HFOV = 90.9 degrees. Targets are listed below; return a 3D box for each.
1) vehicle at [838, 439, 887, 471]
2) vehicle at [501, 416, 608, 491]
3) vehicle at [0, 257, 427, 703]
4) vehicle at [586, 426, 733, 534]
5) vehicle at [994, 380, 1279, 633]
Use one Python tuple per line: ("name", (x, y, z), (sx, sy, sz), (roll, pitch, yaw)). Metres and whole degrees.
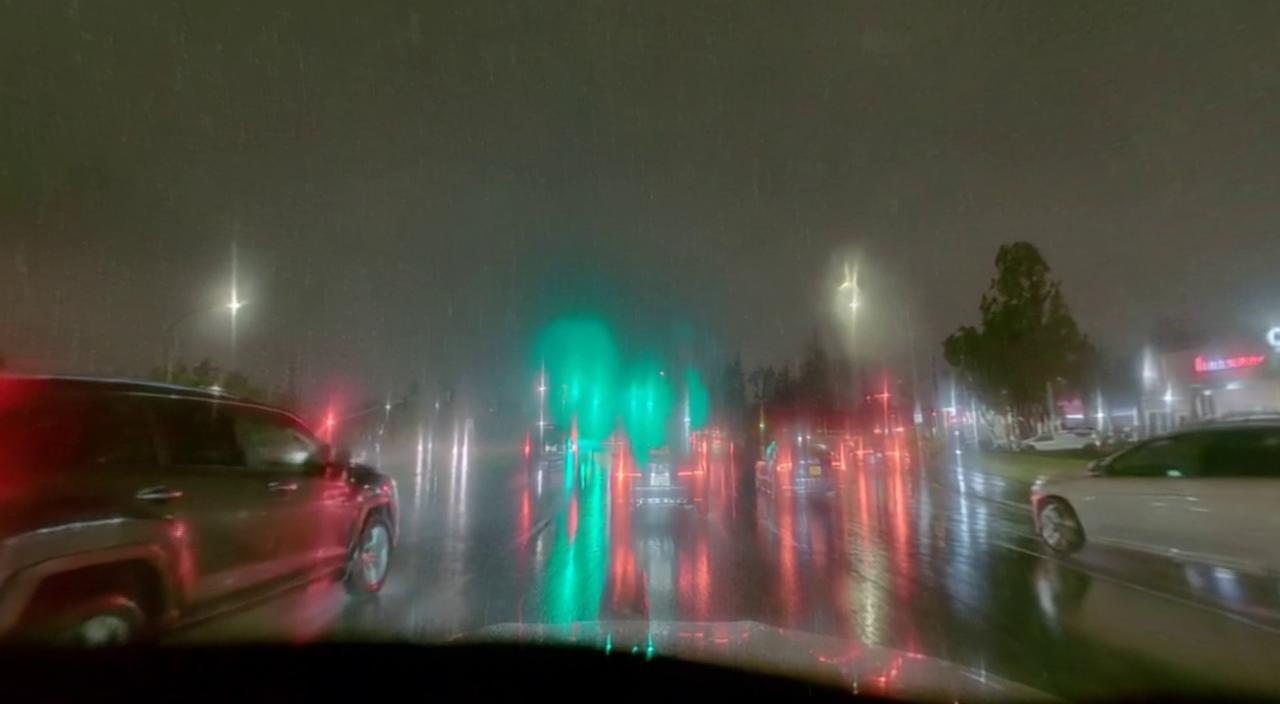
("vehicle", (11.424, 5.294, 32.652), (1.900, 1.507, 4.151), (-2, -9, 13))
("vehicle", (-2.370, 3.028, 19.113), (2.289, 1.935, 5.227), (0, -8, 2))
("vehicle", (-3.015, 0.821, 3.206), (2.124, 1.829, 4.799), (0, -8, 1))
("vehicle", (0.250, 2.105, 10.953), (2.061, 1.494, 4.079), (0, -8, -1))
("vehicle", (5.689, 1.291, 5.768), (2.141, 1.794, 4.933), (0, -8, 2))
